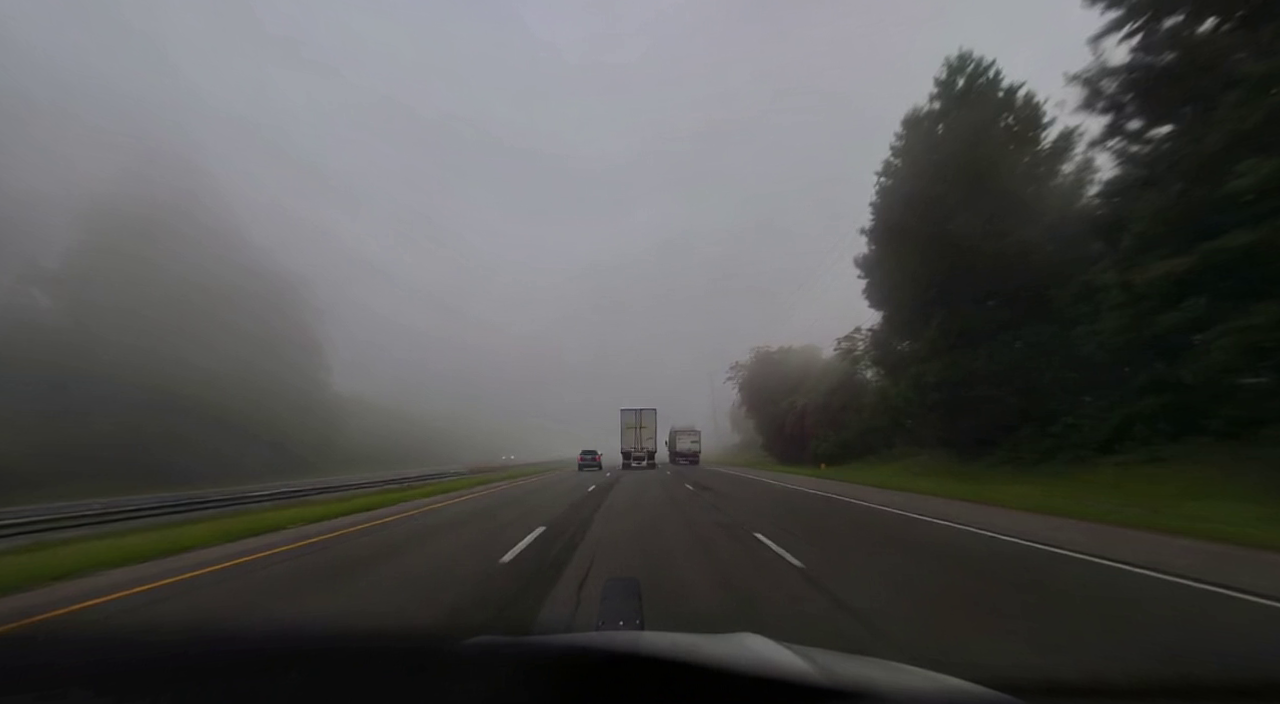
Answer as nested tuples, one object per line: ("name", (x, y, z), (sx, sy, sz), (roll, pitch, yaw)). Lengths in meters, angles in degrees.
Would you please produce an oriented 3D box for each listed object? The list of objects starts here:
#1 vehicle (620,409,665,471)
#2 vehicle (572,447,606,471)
("vehicle", (0.112, 6.876, 48.357), (2.997, 4.076, 13.224), (0, -9, 0))
("vehicle", (-3.517, 7.449, 44.052), (2.024, 1.582, 4.032), (0, -9, 0))
